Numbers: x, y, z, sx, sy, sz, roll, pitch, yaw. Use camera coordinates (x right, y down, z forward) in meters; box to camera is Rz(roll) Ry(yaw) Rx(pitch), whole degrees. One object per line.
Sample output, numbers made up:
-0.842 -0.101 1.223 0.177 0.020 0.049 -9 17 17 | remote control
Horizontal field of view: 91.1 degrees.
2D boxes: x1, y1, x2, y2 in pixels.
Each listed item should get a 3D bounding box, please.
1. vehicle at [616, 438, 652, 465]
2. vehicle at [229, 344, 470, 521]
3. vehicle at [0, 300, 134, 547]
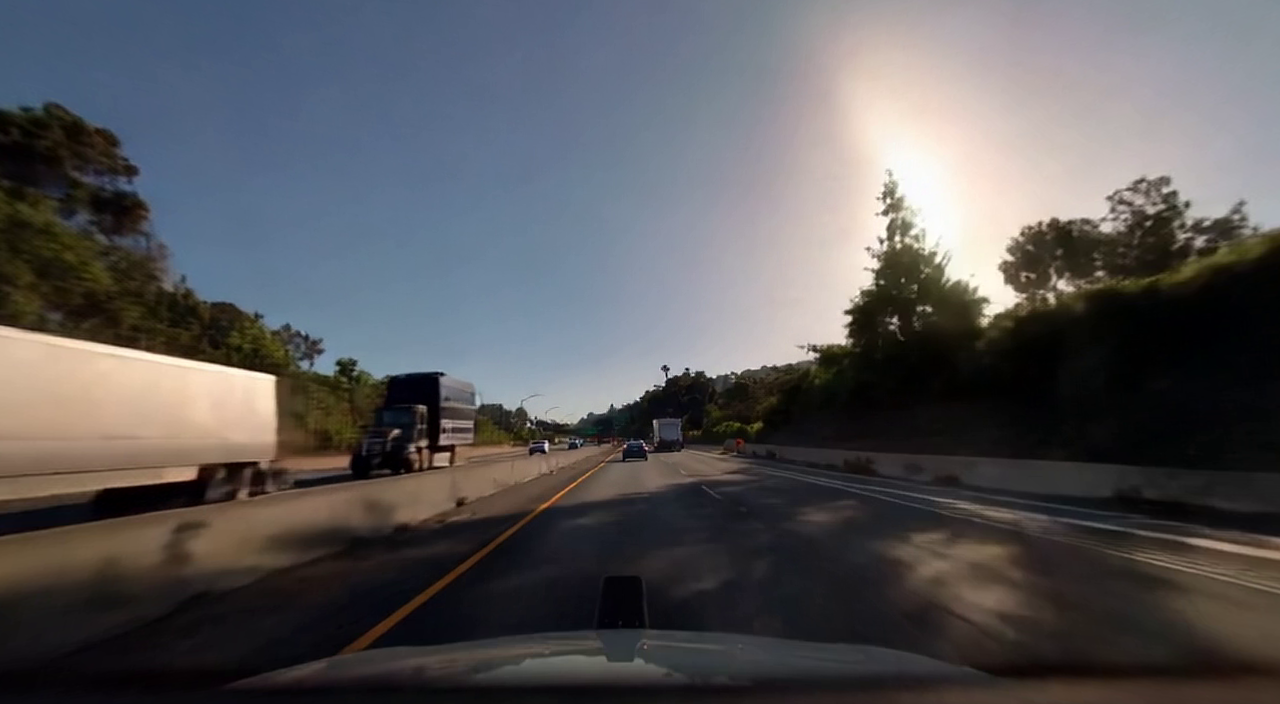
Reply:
-0.362 5.756 36.624 2.004 1.472 4.075 0 -8 -1 | vehicle
-8.332 2.602 20.113 3.129 4.014 10.246 -4 -8 -2 | vehicle
-12.687 0.658 7.041 3.059 4.267 13.103 0 -9 0 | vehicle
